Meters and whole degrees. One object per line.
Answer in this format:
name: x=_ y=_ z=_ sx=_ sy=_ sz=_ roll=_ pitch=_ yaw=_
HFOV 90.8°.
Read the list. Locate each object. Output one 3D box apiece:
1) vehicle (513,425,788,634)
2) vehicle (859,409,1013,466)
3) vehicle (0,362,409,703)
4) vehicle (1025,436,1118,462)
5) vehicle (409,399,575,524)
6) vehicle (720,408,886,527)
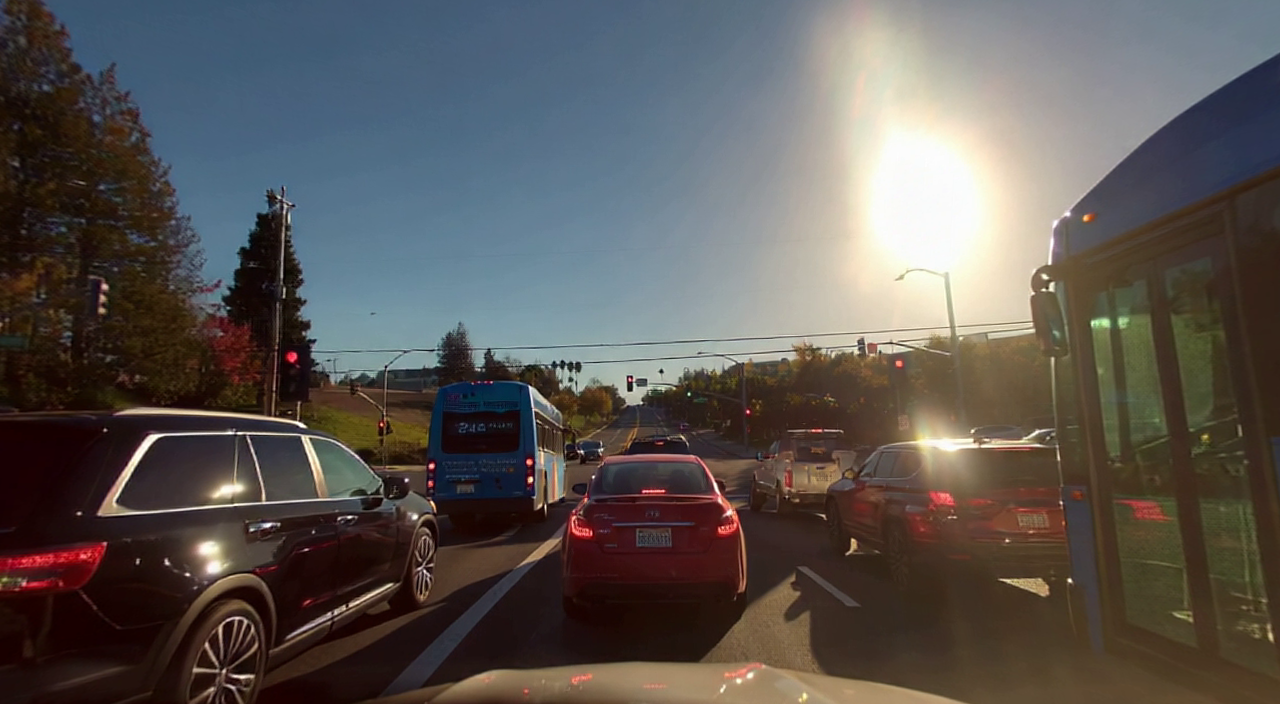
vehicle: x=0.068 y=1.552 z=6.429 sx=1.976 sy=1.485 sz=3.624 roll=0 pitch=-8 yaw=0
vehicle: x=17.610 y=5.133 z=37.923 sx=7.839 sy=3.213 sz=2.628 roll=0 pitch=-8 yaw=-3
vehicle: x=-3.405 y=1.181 z=4.643 sx=1.921 sy=1.701 sz=3.989 roll=0 pitch=-8 yaw=-1
vehicle: x=25.888 y=5.823 z=37.992 sx=4.229 sy=1.489 sz=1.794 roll=0 pitch=-8 yaw=-2
vehicle: x=-2.920 y=2.356 z=13.988 sx=2.335 sy=2.221 sz=5.165 roll=0 pitch=-8 yaw=1
vehicle: x=3.156 y=2.400 z=13.673 sx=2.143 sy=2.036 sz=5.367 roll=0 pitch=-8 yaw=0
